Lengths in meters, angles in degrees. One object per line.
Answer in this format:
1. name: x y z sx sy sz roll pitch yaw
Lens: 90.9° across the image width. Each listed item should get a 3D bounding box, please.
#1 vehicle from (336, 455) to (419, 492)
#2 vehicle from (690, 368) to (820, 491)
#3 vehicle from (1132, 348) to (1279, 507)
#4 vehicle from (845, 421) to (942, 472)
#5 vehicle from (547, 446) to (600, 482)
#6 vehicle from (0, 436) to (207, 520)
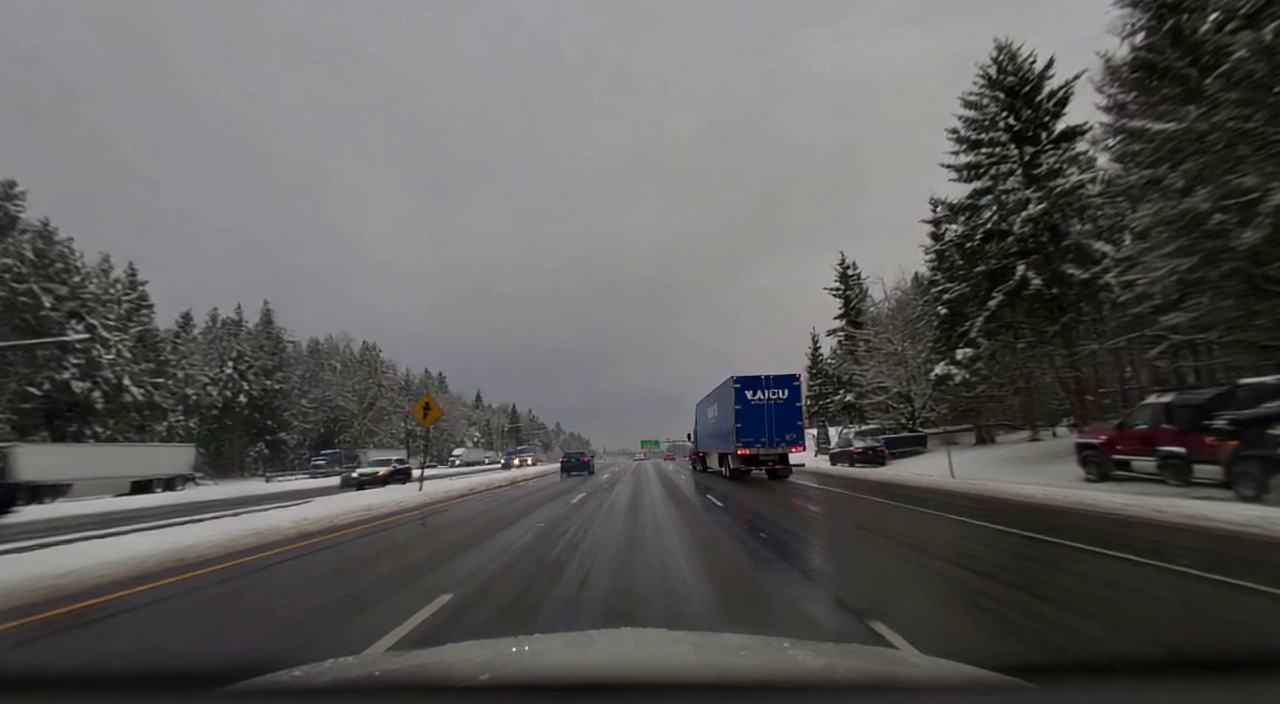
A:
1. vehicle: -12.203 5.644 29.651 1.986 1.545 4.488 0 -9 0
2. vehicle: 4.390 3.658 28.195 2.847 4.075 14.244 0 -9 -1
3. vehicle: 18.013 1.493 13.701 2.893 4.062 14.163 -3 -9 -1
4. vehicle: 17.883 6.834 45.455 2.809 3.269 10.050 0 -9 0
5. vehicle: -3.181 5.453 30.969 2.107 1.626 4.804 0 -9 -1
6. vehicle: -31.799 6.940 35.982 3.036 3.943 15.317 0 -9 1
